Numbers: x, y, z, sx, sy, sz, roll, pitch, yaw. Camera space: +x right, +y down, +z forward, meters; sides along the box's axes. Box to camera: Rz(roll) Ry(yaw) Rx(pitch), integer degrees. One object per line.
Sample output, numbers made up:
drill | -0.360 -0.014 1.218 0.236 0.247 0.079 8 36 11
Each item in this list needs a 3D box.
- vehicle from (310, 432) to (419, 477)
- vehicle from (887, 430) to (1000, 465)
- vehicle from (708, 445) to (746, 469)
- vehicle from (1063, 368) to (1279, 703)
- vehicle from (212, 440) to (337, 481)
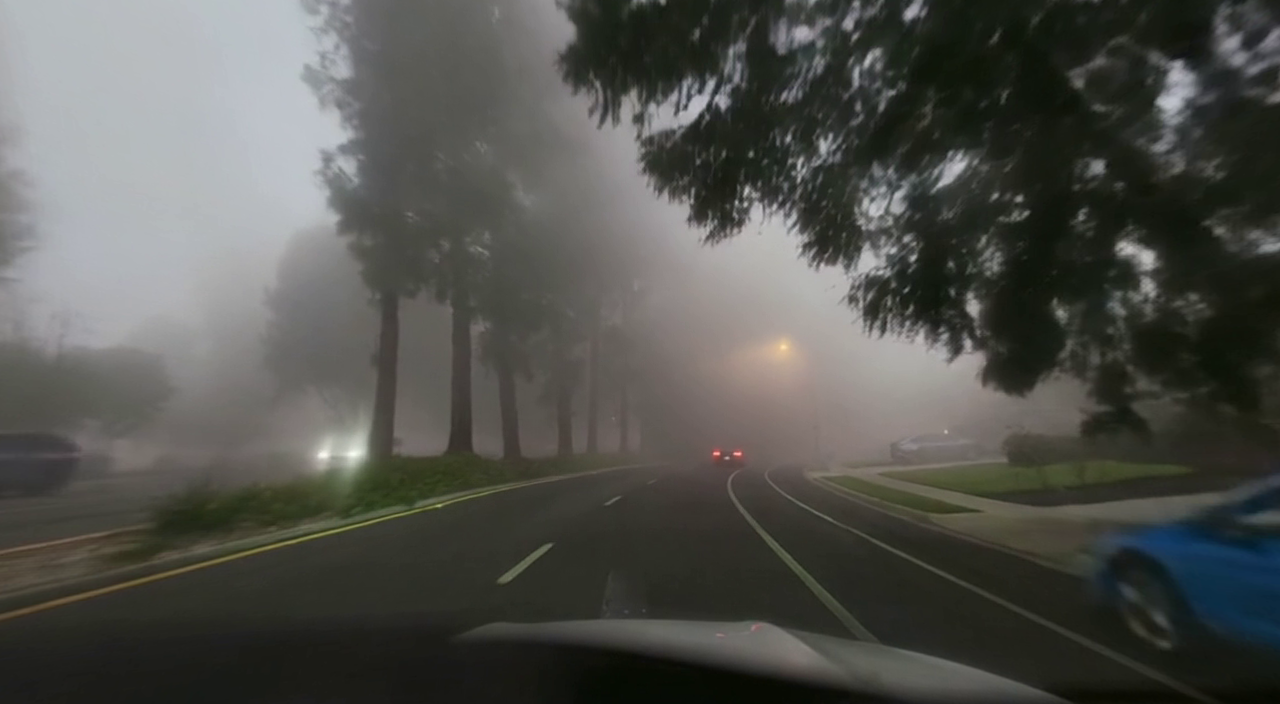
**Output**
vehicle | -11.427 4.287 26.575 2.071 1.728 4.514 -1 -9 8
vehicle | 16.108 5.107 33.789 4.999 1.791 2.177 -2 -9 14
vehicle | 5.802 6.915 41.684 2.050 1.456 4.003 -2 -9 14
vehicle | 4.119 0.851 2.388 2.169 1.713 4.137 0 -9 1
vehicle | -15.392 4.597 26.881 2.006 1.575 4.496 -2 -9 12
